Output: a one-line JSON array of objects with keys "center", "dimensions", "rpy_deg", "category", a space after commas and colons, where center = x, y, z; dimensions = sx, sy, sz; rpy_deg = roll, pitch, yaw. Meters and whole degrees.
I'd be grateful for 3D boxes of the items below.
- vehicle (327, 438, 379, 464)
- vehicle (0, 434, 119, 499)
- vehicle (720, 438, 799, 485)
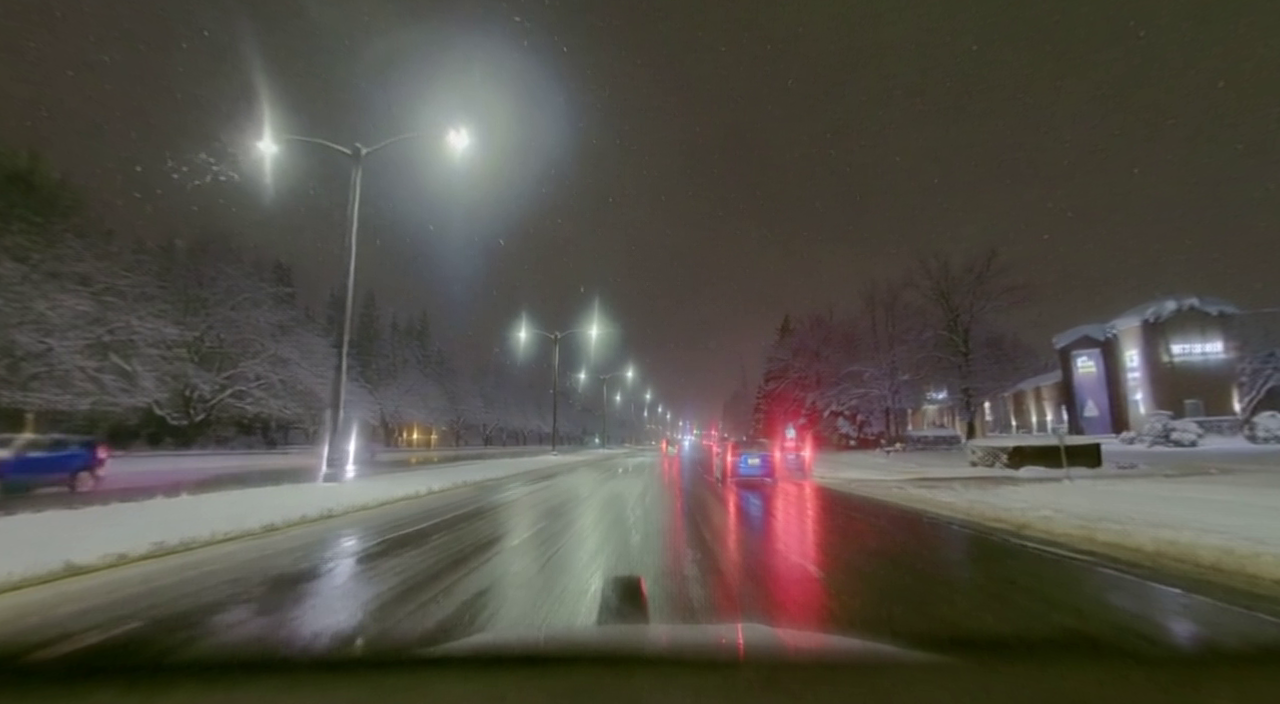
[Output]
[{"center": [-19.465, 6.724, 42.909], "dimensions": [2.140, 1.626, 4.526], "rpy_deg": [1, -8, -10], "category": "vehicle"}, {"center": [-15.919, 2.805, 15.525], "dimensions": [2.055, 1.495, 4.772], "rpy_deg": [0, -8, 1], "category": "vehicle"}, {"center": [4.150, 3.863, 22.671], "dimensions": [1.981, 1.499, 4.536], "rpy_deg": [0, -8, 0], "category": "vehicle"}]
